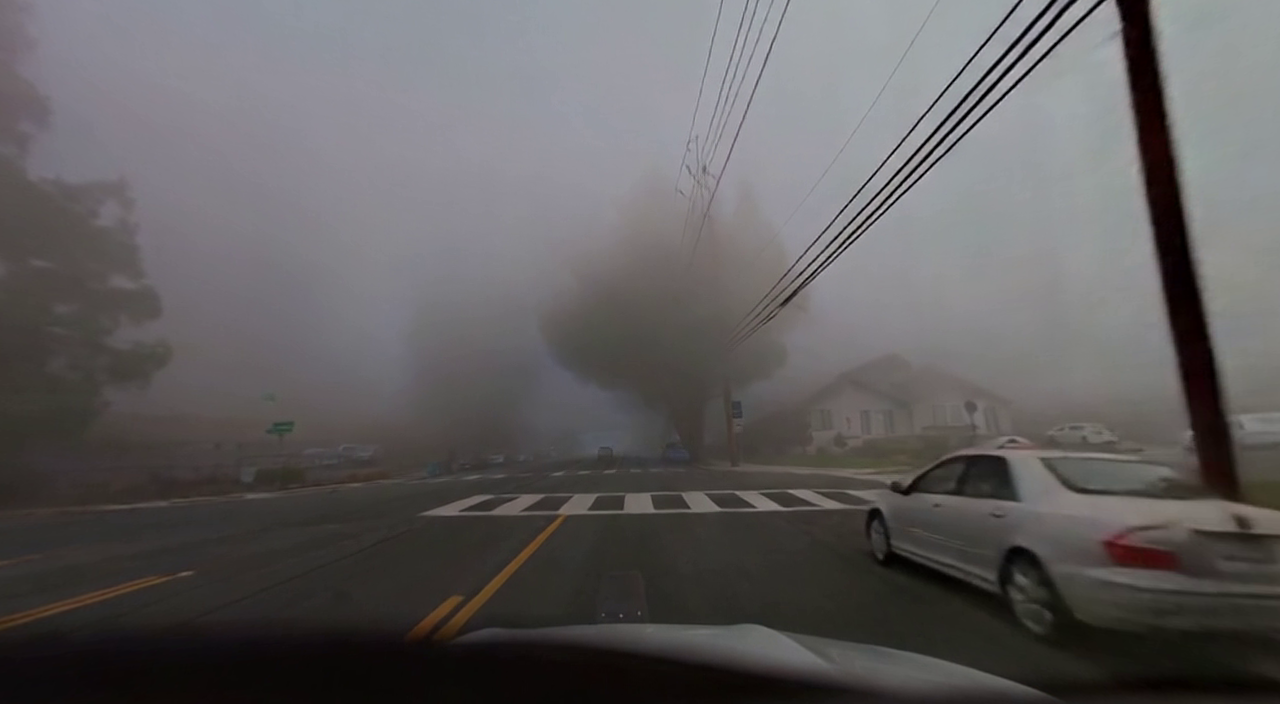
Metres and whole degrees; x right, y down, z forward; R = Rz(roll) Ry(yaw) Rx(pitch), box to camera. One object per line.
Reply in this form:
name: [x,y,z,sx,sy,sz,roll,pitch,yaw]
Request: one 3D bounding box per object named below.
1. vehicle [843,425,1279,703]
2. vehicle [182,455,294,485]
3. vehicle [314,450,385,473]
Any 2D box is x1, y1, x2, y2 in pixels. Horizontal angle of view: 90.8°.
vehicle: [3.571,1.485,5.635,1.920,1.499,4.457,0,-9,-2]
vehicle: [-21.851,6.408,34.506,4.728,1.536,2.006,0,-9,0]
vehicle: [-22.711,8.572,49.523,4.612,1.736,1.951,0,-9,-1]
